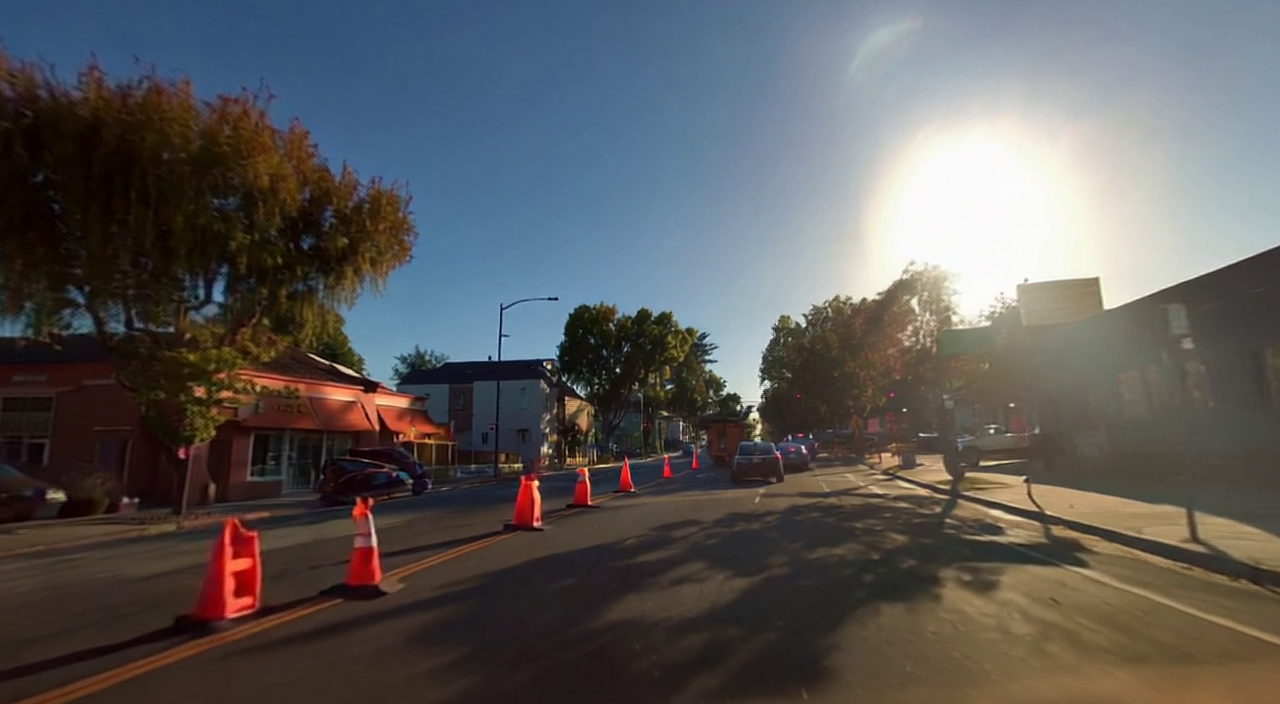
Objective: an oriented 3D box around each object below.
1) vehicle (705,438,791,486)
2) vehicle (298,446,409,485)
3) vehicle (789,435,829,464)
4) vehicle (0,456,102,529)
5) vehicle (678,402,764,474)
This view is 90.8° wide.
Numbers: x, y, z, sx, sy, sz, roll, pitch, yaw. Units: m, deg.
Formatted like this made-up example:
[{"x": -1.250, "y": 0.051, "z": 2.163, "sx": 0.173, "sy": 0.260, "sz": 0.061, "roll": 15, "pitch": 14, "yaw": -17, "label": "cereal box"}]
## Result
[{"x": 3.658, "y": 3.794, "z": 22.160, "sx": 2.159, "sy": 1.506, "sz": 4.086, "roll": 1, "pitch": -8, "yaw": -2, "label": "vehicle"}, {"x": -13.555, "y": 5.345, "z": 30.008, "sx": 4.397, "sy": 1.698, "sz": 1.932, "roll": -2, "pitch": -9, "yaw": 12, "label": "vehicle"}, {"x": 12.081, "y": 6.919, "z": 44.956, "sx": 2.110, "sy": 1.942, "sz": 4.376, "roll": -3, "pitch": -9, "yaw": 22, "label": "vehicle"}, {"x": -16.030, "y": 3.262, "z": 15.054, "sx": 4.952, "sy": 1.510, "sz": 2.115, "roll": -1, "pitch": -9, "yaw": 11, "label": "vehicle"}, {"x": 4.917, "y": 4.877, "z": 35.449, "sx": 2.977, "sy": 3.271, "sz": 12.748, "roll": -2, "pitch": -9, "yaw": 15, "label": "vehicle"}]
